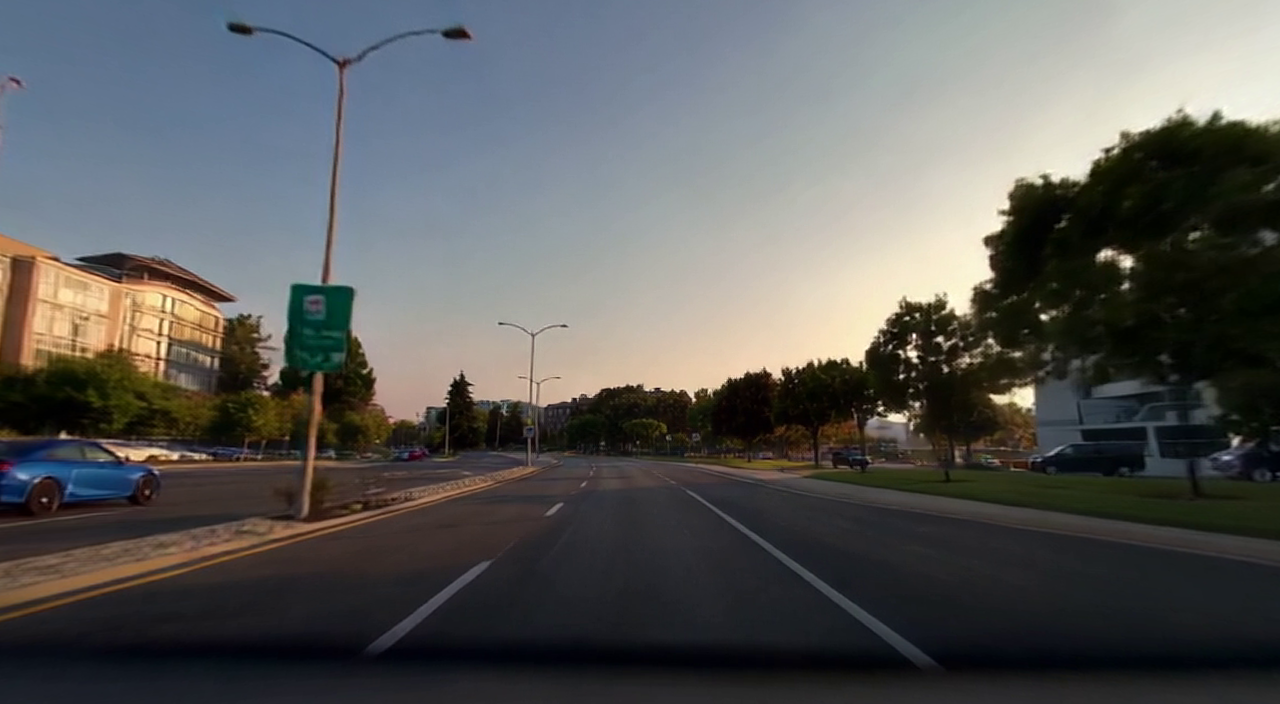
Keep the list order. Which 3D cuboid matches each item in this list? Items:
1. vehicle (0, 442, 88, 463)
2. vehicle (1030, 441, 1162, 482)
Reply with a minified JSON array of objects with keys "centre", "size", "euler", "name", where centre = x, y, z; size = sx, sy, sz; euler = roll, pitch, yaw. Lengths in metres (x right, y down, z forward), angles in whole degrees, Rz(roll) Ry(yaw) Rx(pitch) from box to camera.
[{"centre":[-38.627,6.484,40.695],"size":[4.162,1.246,1.739],"euler":[3,-9,-23],"name":"vehicle"},{"centre":[31.771,7.608,44.412],"size":[2.649,2.623,6.928],"euler":[6,-10,-26],"name":"vehicle"}]
